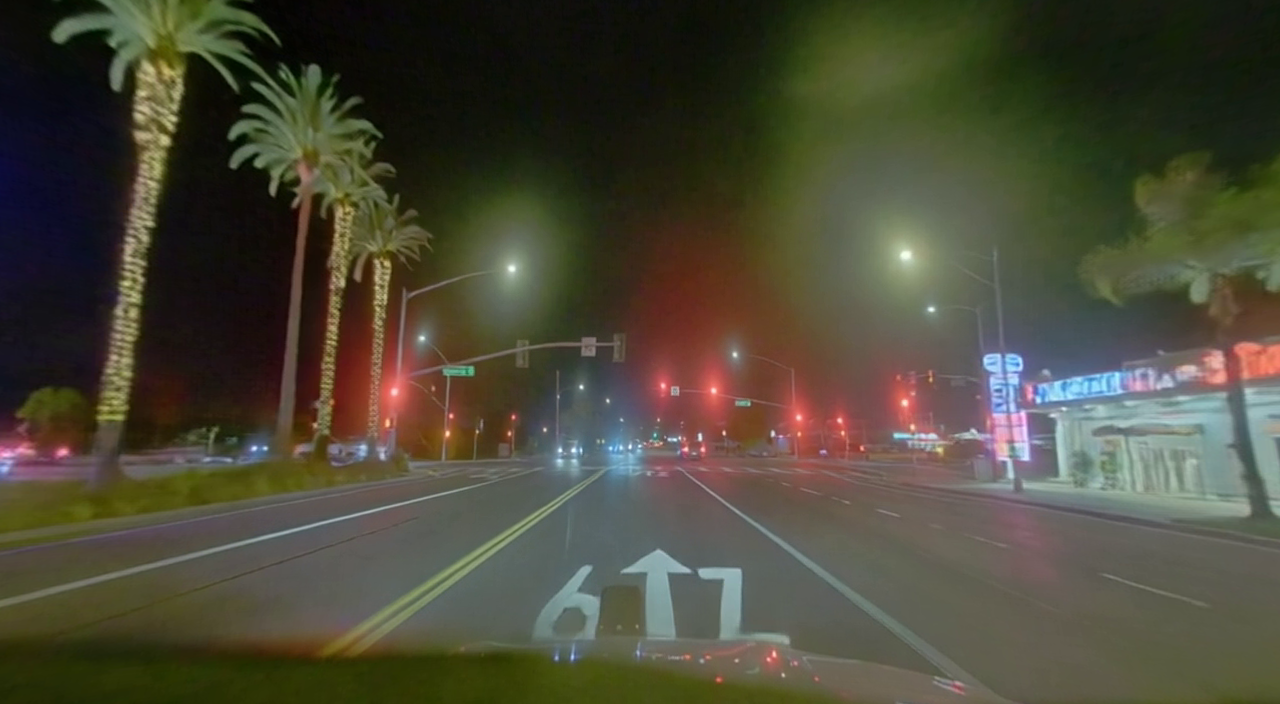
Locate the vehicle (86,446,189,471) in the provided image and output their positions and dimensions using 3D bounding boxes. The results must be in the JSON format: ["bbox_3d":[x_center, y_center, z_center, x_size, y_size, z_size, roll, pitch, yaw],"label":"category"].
[{"bbox_3d":[-30.563,6.501,38.360,4.538,1.446,2.028,0,-8,1],"label":"vehicle"}]

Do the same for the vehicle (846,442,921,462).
[{"bbox_3d":[18.933,7.774,49.108,4.977,1.508,1.948,0,-8,0],"label":"vehicle"}]

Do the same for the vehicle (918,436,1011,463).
[{"bbox_3d":[23.405,7.023,45.491,5.509,1.873,2.123,0,-8,-1],"label":"vehicle"}]

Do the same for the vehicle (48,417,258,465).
[{"bbox_3d":[-35.442,6.498,46.163,12.726,3.308,3.114,0,-7,0],"label":"vehicle"}]

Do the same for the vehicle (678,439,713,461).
[{"bbox_3d":[3.975,7.082,45.645,2.065,1.507,4.225,0,-8,-1],"label":"vehicle"}]

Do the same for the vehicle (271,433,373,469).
[{"bbox_3d":[-19.313,6.013,38.376,4.901,2.064,2.296,0,-8,1],"label":"vehicle"}]

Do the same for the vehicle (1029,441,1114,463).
[{"bbox_3d":[31.270,7.252,45.650,4.701,1.463,1.989,0,-8,-2],"label":"vehicle"}]
